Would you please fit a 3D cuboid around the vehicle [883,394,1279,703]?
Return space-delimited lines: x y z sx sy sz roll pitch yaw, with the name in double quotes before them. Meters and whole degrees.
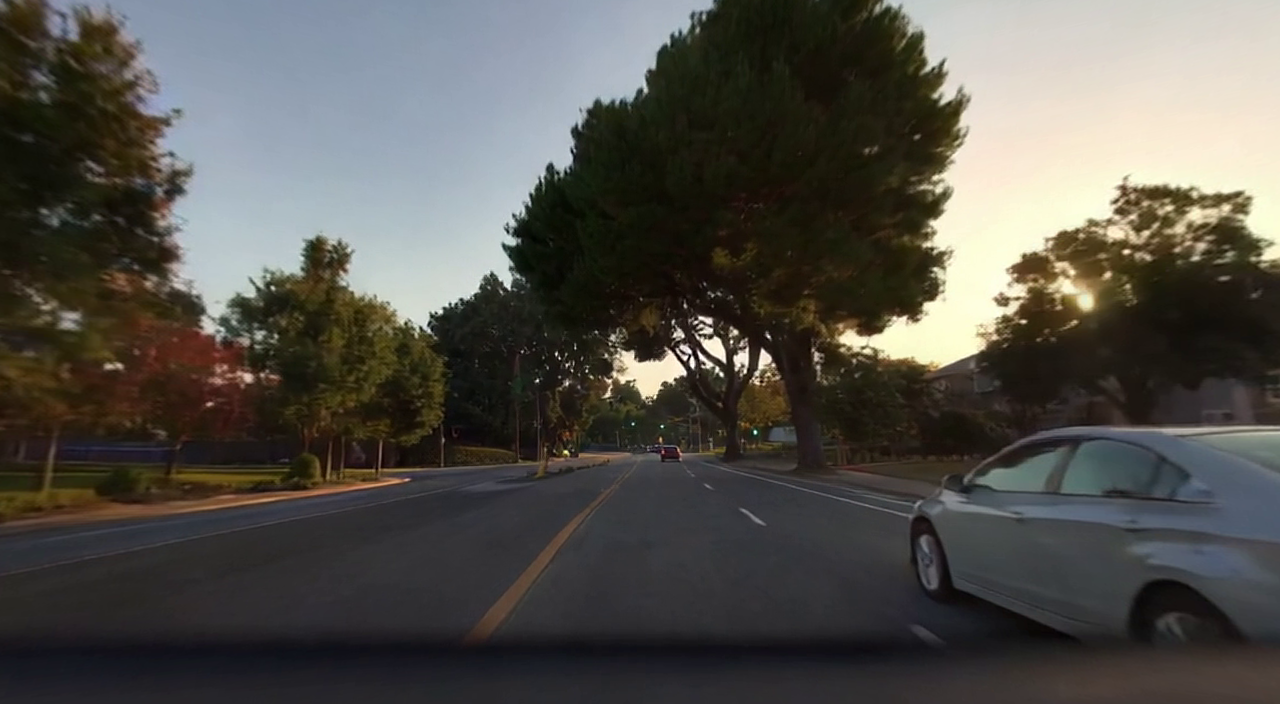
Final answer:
"vehicle" 3.176 1.065 3.307 2.134 1.476 4.327 0 -8 1
